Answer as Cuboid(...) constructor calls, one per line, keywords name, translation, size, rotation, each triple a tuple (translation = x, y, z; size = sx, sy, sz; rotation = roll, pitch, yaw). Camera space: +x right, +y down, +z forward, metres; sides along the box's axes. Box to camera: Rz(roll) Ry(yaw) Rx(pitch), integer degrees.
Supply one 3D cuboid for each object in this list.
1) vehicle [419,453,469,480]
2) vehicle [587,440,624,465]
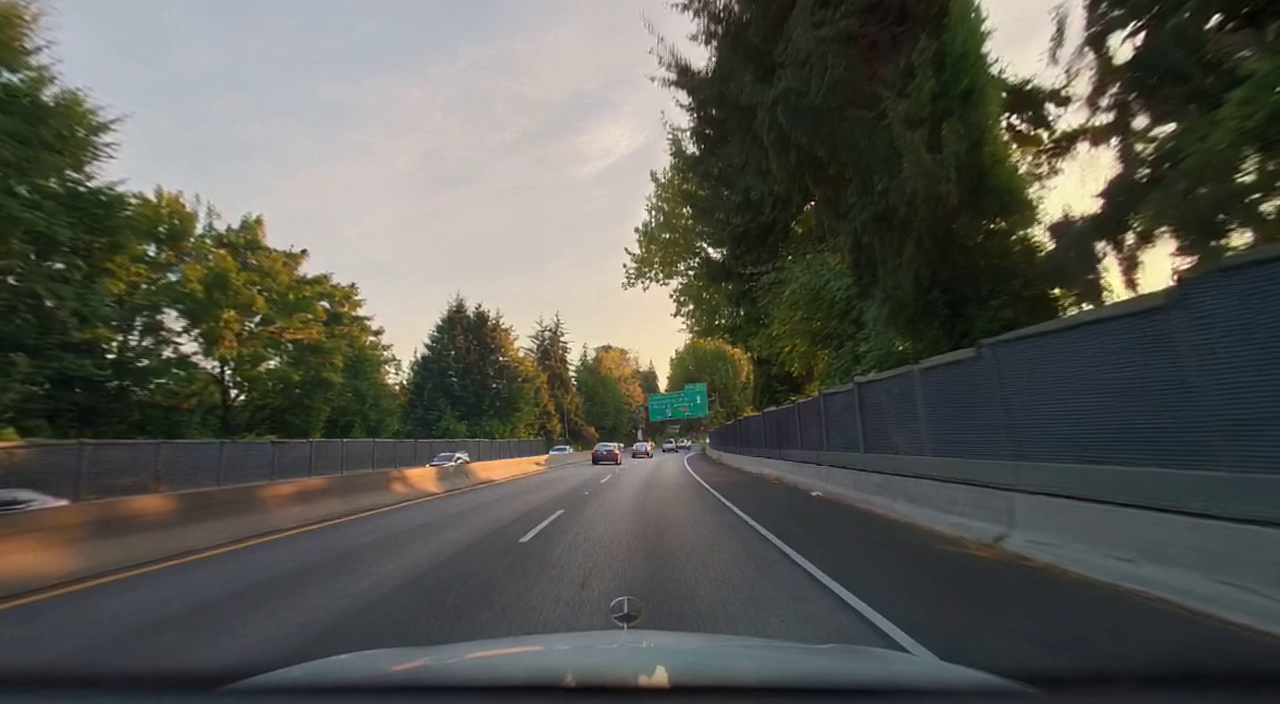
Cuboid(name="vehicle", translation=(-13.708, 7.987, 44.290), size=(1.909, 1.706, 4.501), rotation=(0, -8, 2))
Cuboid(name="vehicle", translation=(-2.195, 6.592, 41.376), size=(1.985, 1.518, 3.847), rotation=(-1, -8, 4))
